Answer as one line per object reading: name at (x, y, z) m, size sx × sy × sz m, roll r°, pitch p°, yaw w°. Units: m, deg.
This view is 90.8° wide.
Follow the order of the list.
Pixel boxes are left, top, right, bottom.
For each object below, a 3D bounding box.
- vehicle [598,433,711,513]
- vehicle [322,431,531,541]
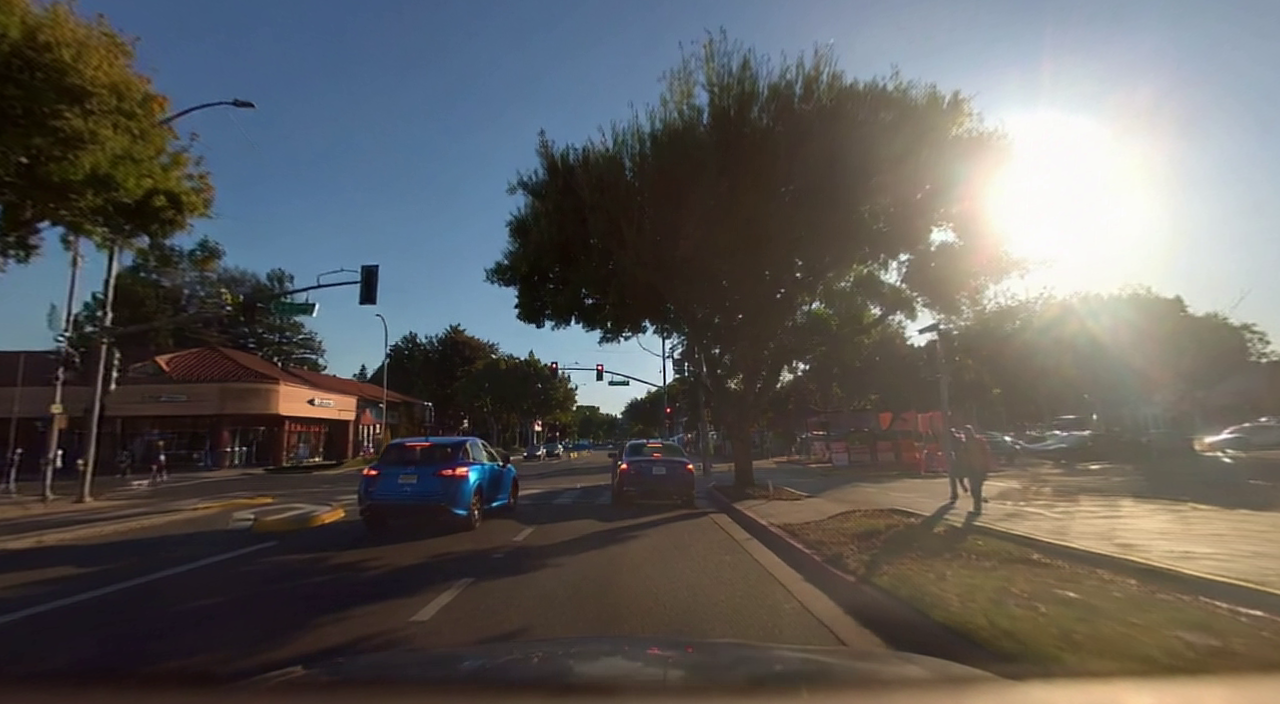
vehicle at (0.247, 2.531, 13.698) m, size 2.059 × 1.456 × 4.047 m, roll 0°, pitch -8°, yaw 0°
vehicle at (-3.301, 2.162, 10.873) m, size 2.032 × 1.467 × 4.411 m, roll 0°, pitch -8°, yaw 0°
